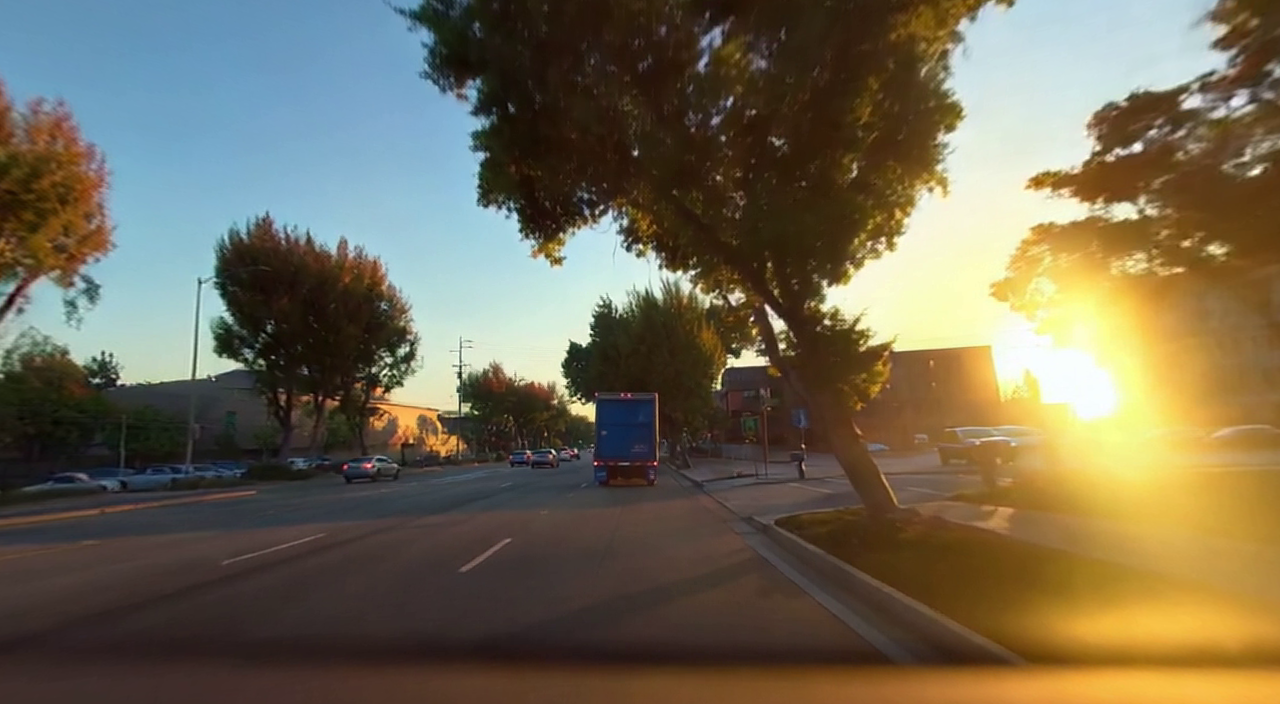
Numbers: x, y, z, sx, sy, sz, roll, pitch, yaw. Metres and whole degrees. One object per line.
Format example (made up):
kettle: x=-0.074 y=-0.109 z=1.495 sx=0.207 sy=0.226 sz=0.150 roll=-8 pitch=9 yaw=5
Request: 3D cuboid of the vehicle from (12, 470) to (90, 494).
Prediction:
vehicle: x=-39.782 y=8.748 z=42.434 sx=1.645 sy=1.416 sz=3.497 roll=-6 pitch=-10 yaw=39

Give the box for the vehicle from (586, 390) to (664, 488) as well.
vehicle: x=-0.603 y=3.921 z=27.930 sx=2.905 sy=3.644 sz=8.807 roll=0 pitch=-9 yaw=0

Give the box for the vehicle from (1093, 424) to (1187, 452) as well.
vehicle: x=25.993 y=4.476 z=32.699 sx=3.537 sy=1.393 sz=1.581 roll=0 pitch=-10 yaw=-2

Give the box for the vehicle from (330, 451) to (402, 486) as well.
vehicle: x=-14.344 y=6.077 z=33.129 sx=1.958 sy=1.672 sz=4.283 roll=0 pitch=-9 yaw=-1

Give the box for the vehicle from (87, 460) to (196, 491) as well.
vehicle: x=-34.372 y=8.541 z=43.384 sx=5.452 sy=1.994 sz=2.312 roll=0 pitch=-9 yaw=0

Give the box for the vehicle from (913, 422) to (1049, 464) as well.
vehicle: x=13.424 y=3.606 z=24.915 sx=4.321 sy=1.579 sz=1.823 roll=0 pitch=-8 yaw=0

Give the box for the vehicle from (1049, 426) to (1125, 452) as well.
vehicle: x=27.010 y=5.310 z=37.984 sx=3.313 sy=1.373 sz=1.590 roll=-2 pitch=-10 yaw=-1
